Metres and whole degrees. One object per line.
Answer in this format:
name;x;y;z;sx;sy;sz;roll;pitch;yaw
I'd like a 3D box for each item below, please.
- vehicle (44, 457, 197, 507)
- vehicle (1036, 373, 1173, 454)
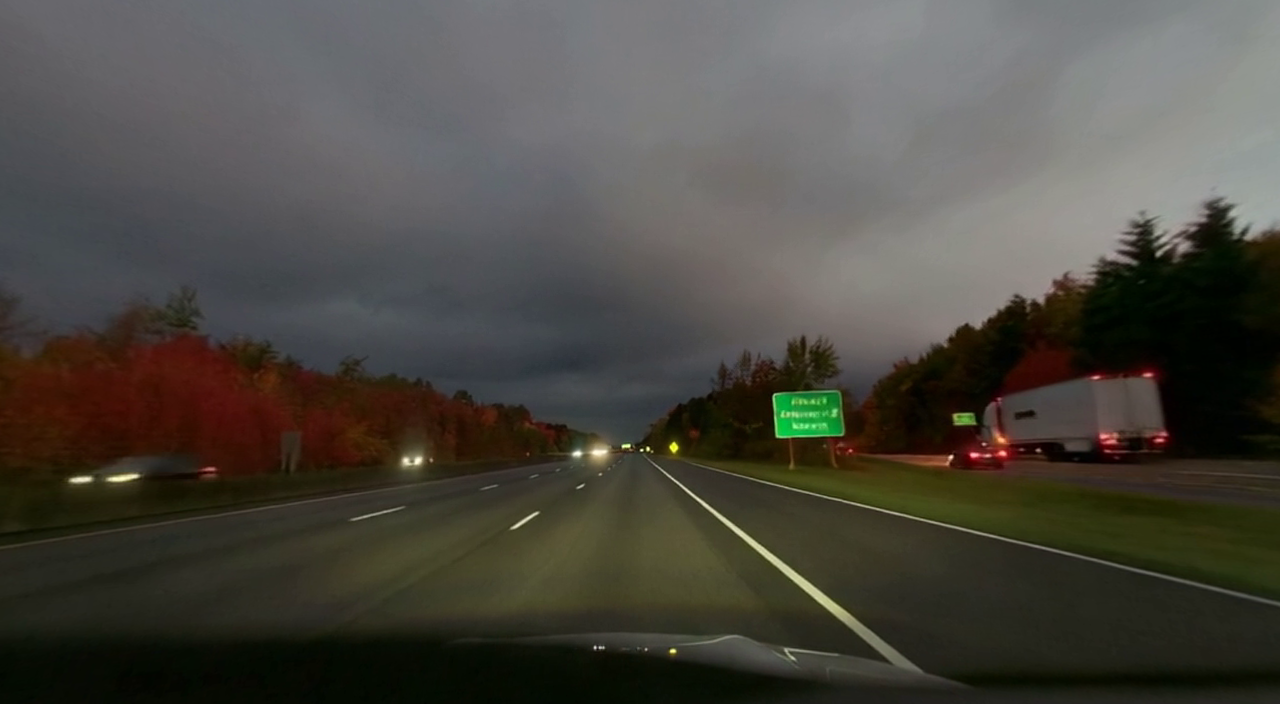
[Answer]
vehicle;-17.657;4.389;21.596;1.788;1.470;3.980;-1;-9;2
vehicle;26.228;3.759;36.086;2.946;4.034;8.673;-3;-9;14
